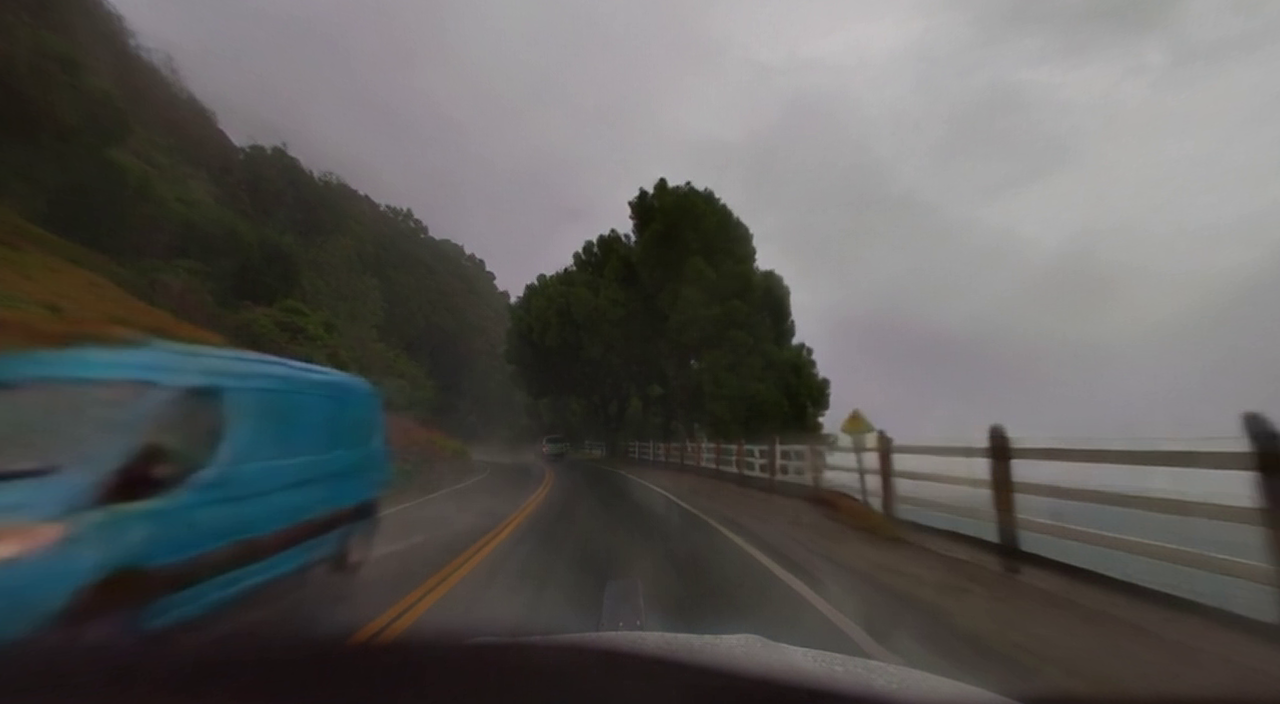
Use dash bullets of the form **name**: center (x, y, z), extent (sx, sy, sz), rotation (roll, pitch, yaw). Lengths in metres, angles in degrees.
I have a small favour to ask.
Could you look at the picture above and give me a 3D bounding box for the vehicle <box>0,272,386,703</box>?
- **vehicle**: center (-4.634, 1.119, 6.173), extent (2.373, 2.488, 5.160), rotation (0, -9, -4)
